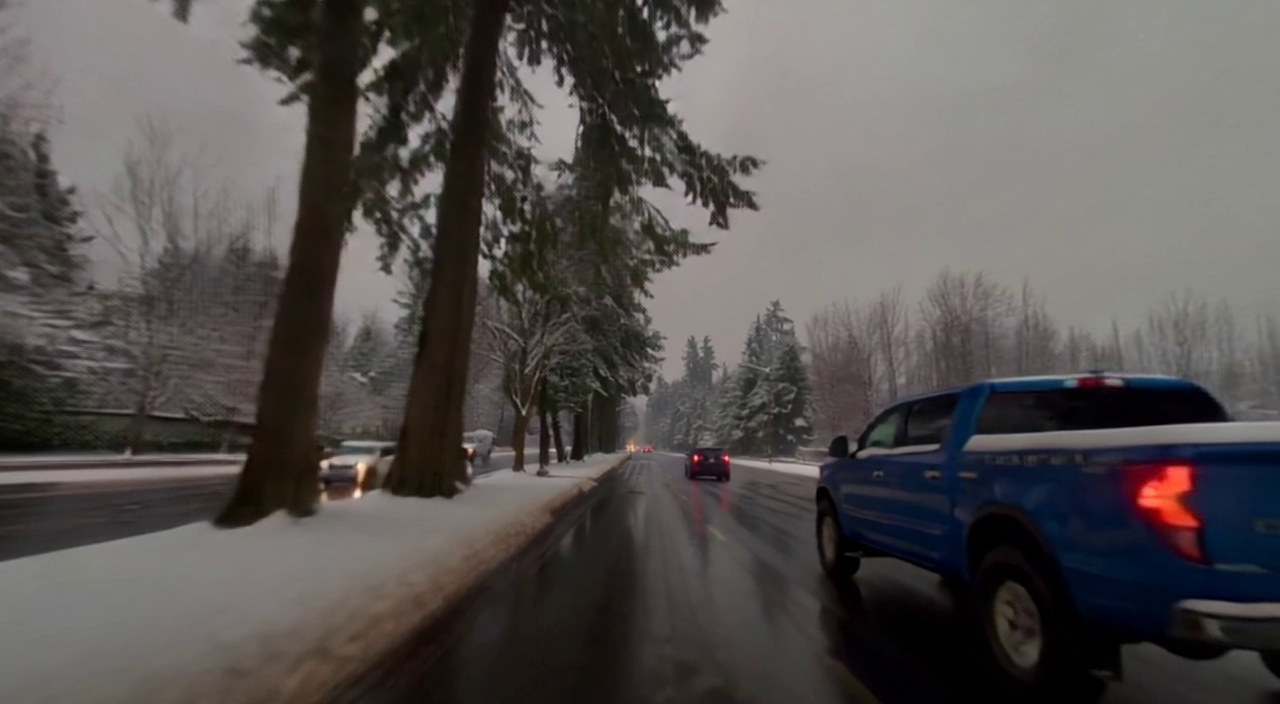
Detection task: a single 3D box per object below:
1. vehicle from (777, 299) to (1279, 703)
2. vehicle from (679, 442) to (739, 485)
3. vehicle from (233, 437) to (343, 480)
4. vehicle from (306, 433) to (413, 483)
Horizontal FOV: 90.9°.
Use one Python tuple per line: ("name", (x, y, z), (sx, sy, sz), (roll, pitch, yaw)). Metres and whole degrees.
("vehicle", (2.996, 1.202, 4.934), (2.553, 1.942, 5.679), (0, -9, 0))
("vehicle", (2.946, 4.916, 28.084), (2.108, 1.712, 4.616), (0, -9, -1))
("vehicle", (-14.128, 4.311, 25.641), (1.996, 1.599, 4.193), (0, -9, 0))
("vehicle", (-10.994, 4.183, 25.160), (2.013, 1.777, 4.810), (0, -9, 0))
